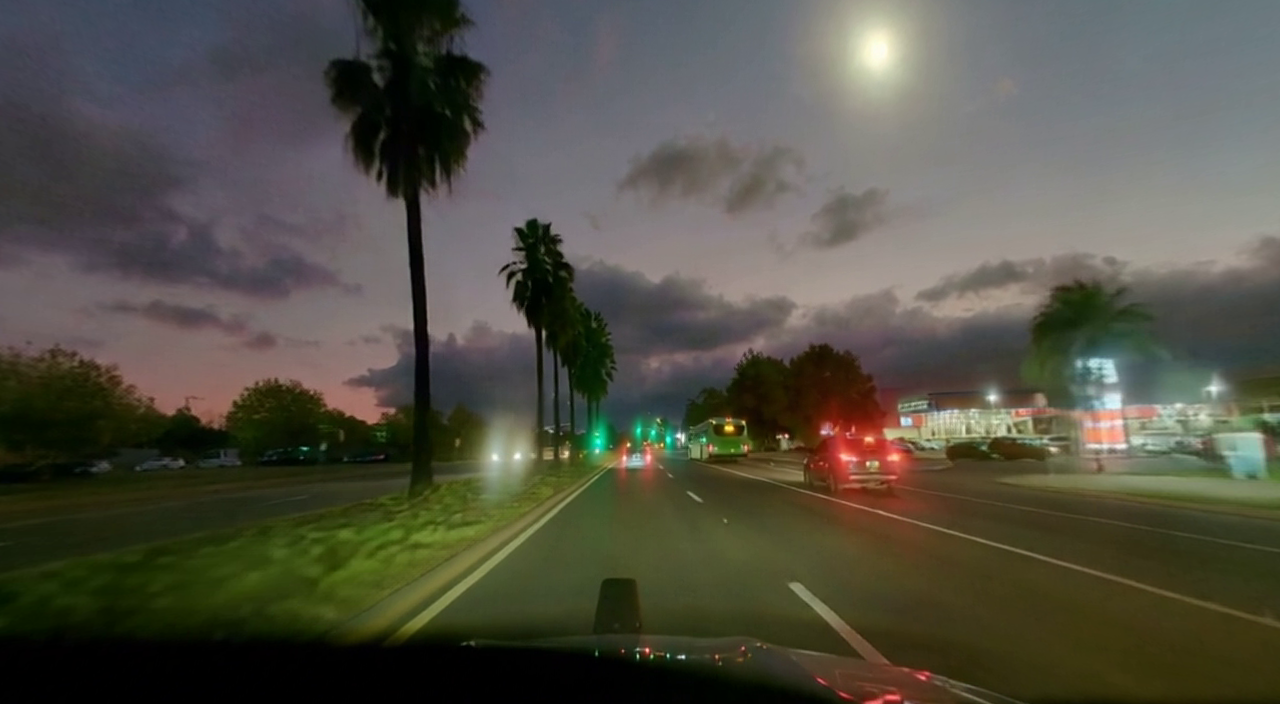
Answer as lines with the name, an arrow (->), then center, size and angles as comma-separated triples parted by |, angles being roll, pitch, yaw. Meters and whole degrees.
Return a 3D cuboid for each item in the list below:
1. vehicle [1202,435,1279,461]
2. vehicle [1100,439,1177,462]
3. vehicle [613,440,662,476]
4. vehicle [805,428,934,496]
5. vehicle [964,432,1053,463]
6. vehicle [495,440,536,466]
vehicle -> 36.049, 5.680, 37.327 | 1.831, 1.432, 4.544 | -1, -9, 6
vehicle -> 36.065, 7.167, 45.872 | 1.818, 1.451, 4.263 | -2, -10, -5
vehicle -> -0.090, 4.781, 28.769 | 2.065, 1.477, 4.306 | 0, -9, 0
vehicle -> 6.311, 3.075, 17.965 | 2.031, 1.670, 4.154 | 0, -9, -1
vehicle -> 23.836, 6.185, 40.960 | 4.595, 1.845, 1.919 | 0, -8, -6
vehicle -> -8.928, 7.287, 45.699 | 2.106, 1.817, 4.847 | 0, -9, -1
